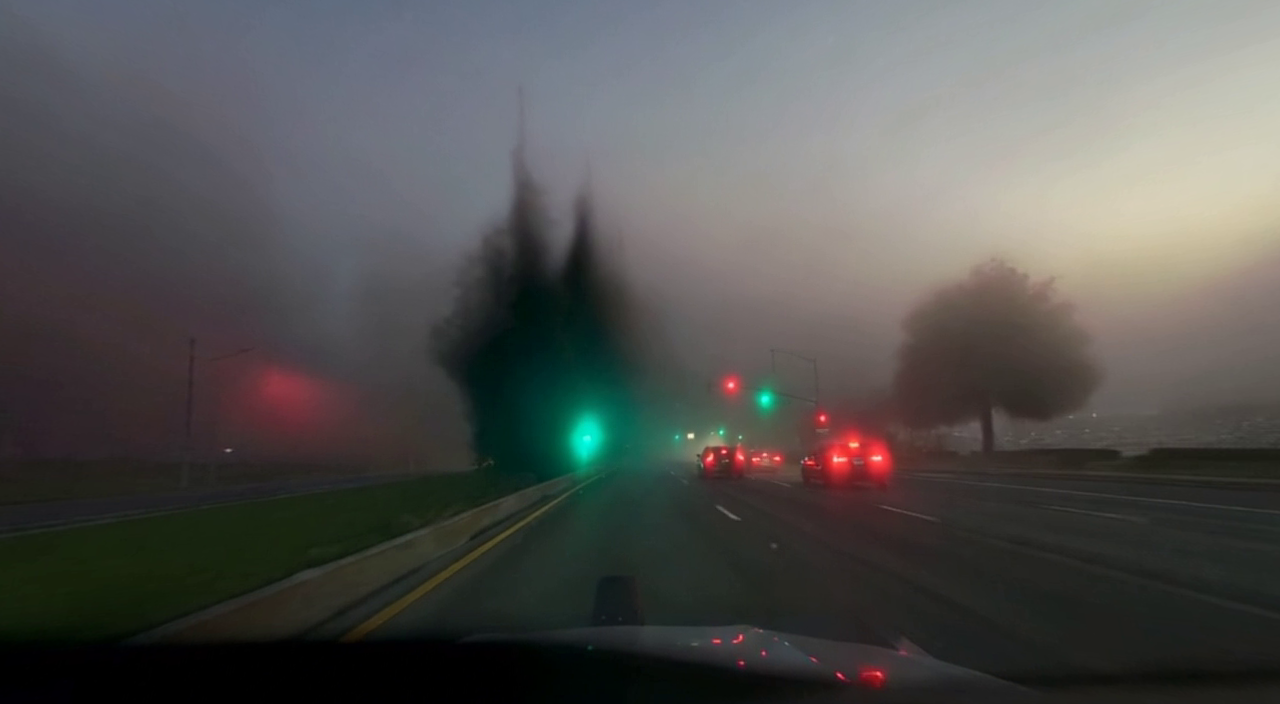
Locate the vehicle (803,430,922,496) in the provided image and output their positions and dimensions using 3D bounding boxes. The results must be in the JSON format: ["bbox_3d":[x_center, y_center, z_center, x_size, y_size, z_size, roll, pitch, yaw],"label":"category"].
[{"bbox_3d":[6.679,3.390,19.624,1.946,1.773,4.641,0,-9,-1],"label":"vehicle"}]

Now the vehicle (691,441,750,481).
[{"bbox_3d":[3.367,4.653,27.199,1.917,1.538,4.259,0,-9,-1],"label":"vehicle"}]
